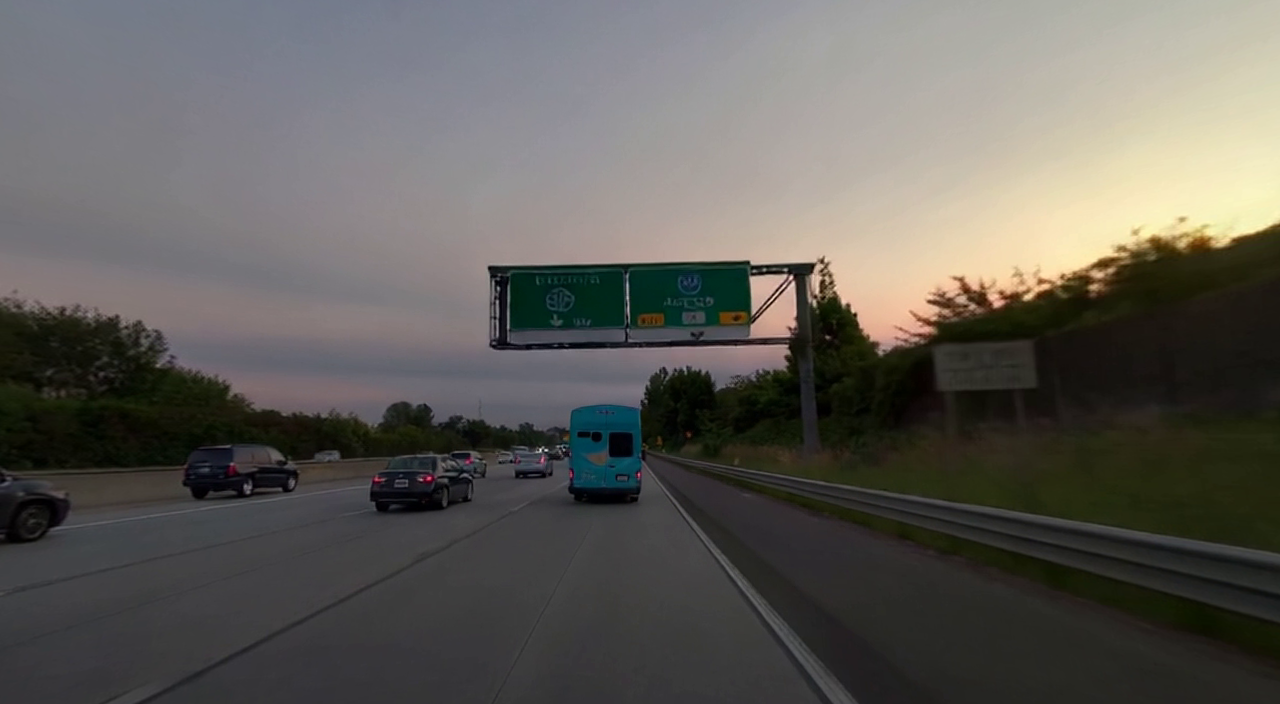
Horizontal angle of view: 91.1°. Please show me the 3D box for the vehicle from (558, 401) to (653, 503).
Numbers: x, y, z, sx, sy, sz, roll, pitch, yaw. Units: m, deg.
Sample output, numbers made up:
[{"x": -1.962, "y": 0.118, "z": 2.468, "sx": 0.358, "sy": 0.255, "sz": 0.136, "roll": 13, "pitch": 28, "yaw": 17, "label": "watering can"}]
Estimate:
[{"x": -0.903, "y": 2.952, "z": 18.677, "sx": 2.394, "sy": 2.556, "sz": 5.232, "roll": 0, "pitch": -9, "yaw": -1, "label": "vehicle"}]

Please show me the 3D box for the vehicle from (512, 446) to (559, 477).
[{"x": -5.316, "y": 5.628, "z": 32.391, "sx": 1.872, "sy": 1.480, "sz": 3.545, "roll": 0, "pitch": -9, "yaw": -1, "label": "vehicle"}]

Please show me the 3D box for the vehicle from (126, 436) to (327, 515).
[{"x": -9.726, "y": 2.912, "z": 15.327, "sx": 2.010, "sy": 1.621, "sz": 4.252, "roll": 0, "pitch": -9, "yaw": -1, "label": "vehicle"}]

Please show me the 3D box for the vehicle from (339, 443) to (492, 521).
[{"x": -4.716, "y": 2.767, "z": 13.917, "sx": 1.876, "sy": 1.438, "sz": 4.072, "roll": 0, "pitch": -9, "yaw": 0, "label": "vehicle"}]
